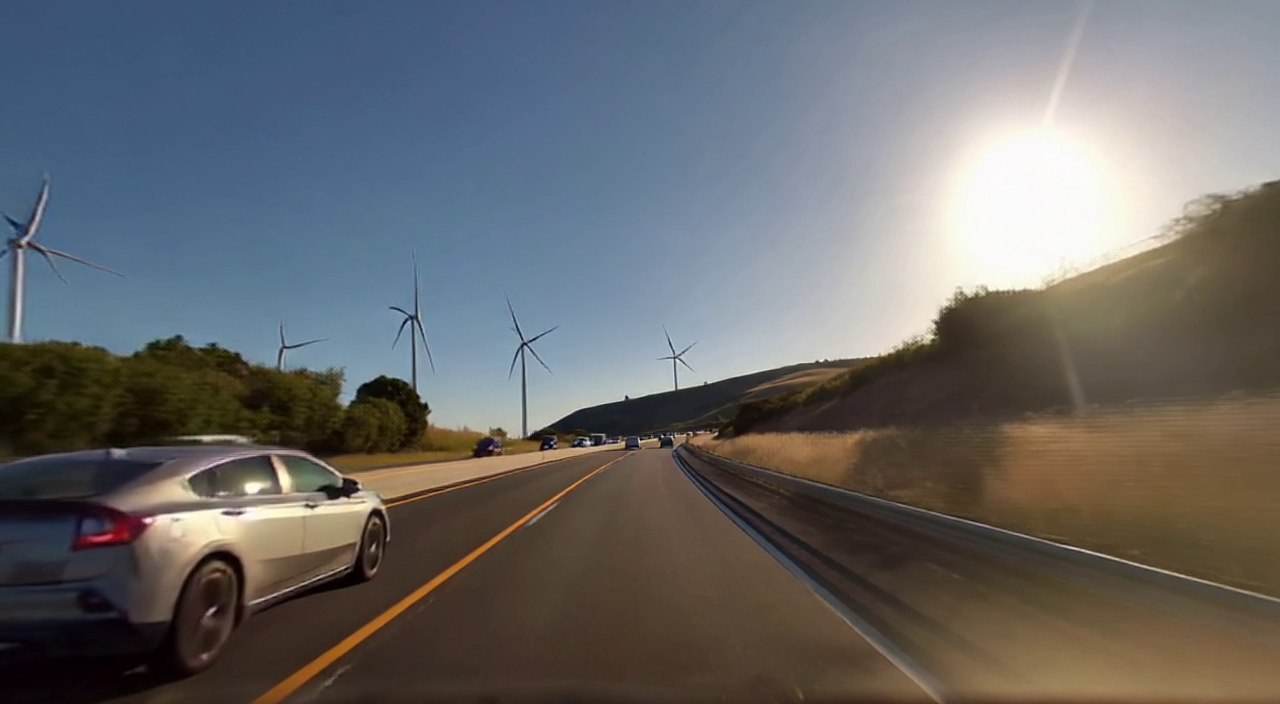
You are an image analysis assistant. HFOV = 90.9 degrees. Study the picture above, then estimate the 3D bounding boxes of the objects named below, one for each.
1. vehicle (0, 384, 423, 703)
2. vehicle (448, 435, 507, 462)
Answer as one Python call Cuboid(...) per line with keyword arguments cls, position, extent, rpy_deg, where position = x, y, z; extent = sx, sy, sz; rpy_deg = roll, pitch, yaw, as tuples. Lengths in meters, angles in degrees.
Cuboid(cls="vehicle", position=(-2.815, 0.998, 3.139), extent=(1.918, 1.443, 4.422), rpy_deg=(0, -8, 0))
Cuboid(cls="vehicle", position=(-9.475, 5.639, 37.164), extent=(2.076, 1.488, 4.528), rpy_deg=(0, -8, 3))
